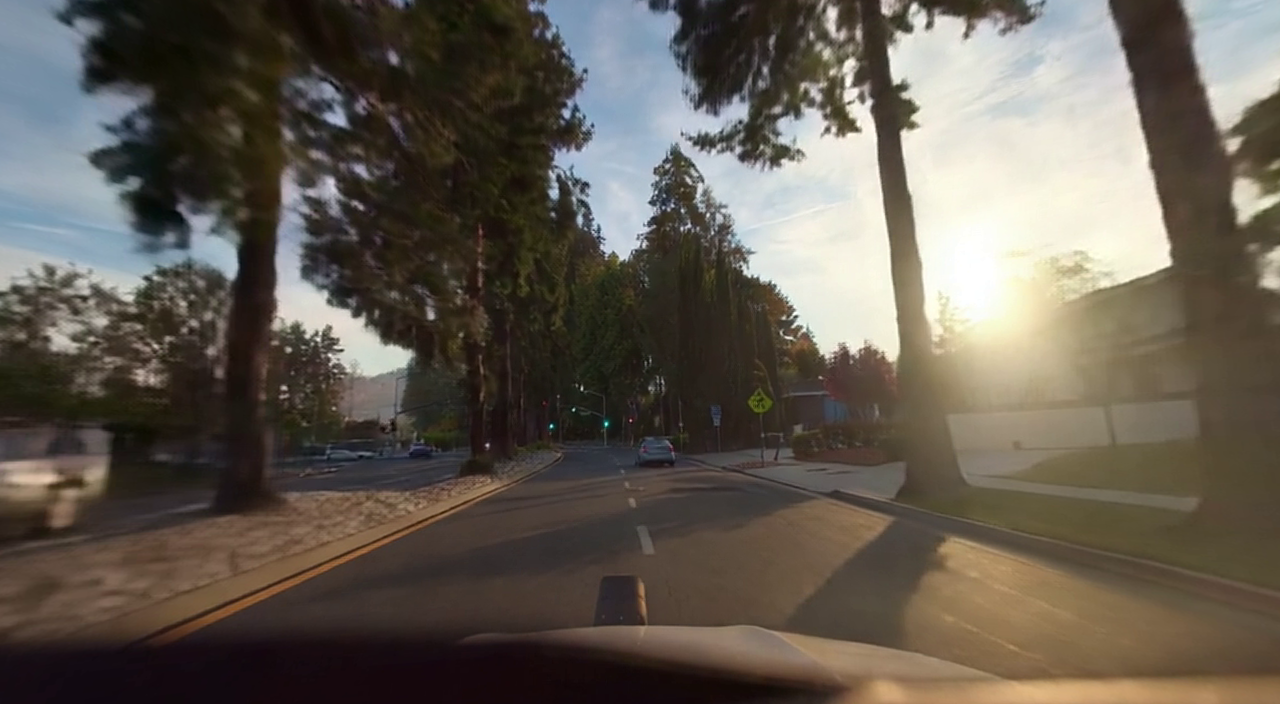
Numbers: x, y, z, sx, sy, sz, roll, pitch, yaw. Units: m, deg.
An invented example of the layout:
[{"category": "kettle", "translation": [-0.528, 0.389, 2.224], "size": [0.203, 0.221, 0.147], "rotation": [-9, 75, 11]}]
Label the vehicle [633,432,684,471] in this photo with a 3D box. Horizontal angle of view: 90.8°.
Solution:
[{"category": "vehicle", "translation": [0.801, 4.737, 30.272], "size": [1.990, 1.707, 4.225], "rotation": [0, -8, -5]}]
